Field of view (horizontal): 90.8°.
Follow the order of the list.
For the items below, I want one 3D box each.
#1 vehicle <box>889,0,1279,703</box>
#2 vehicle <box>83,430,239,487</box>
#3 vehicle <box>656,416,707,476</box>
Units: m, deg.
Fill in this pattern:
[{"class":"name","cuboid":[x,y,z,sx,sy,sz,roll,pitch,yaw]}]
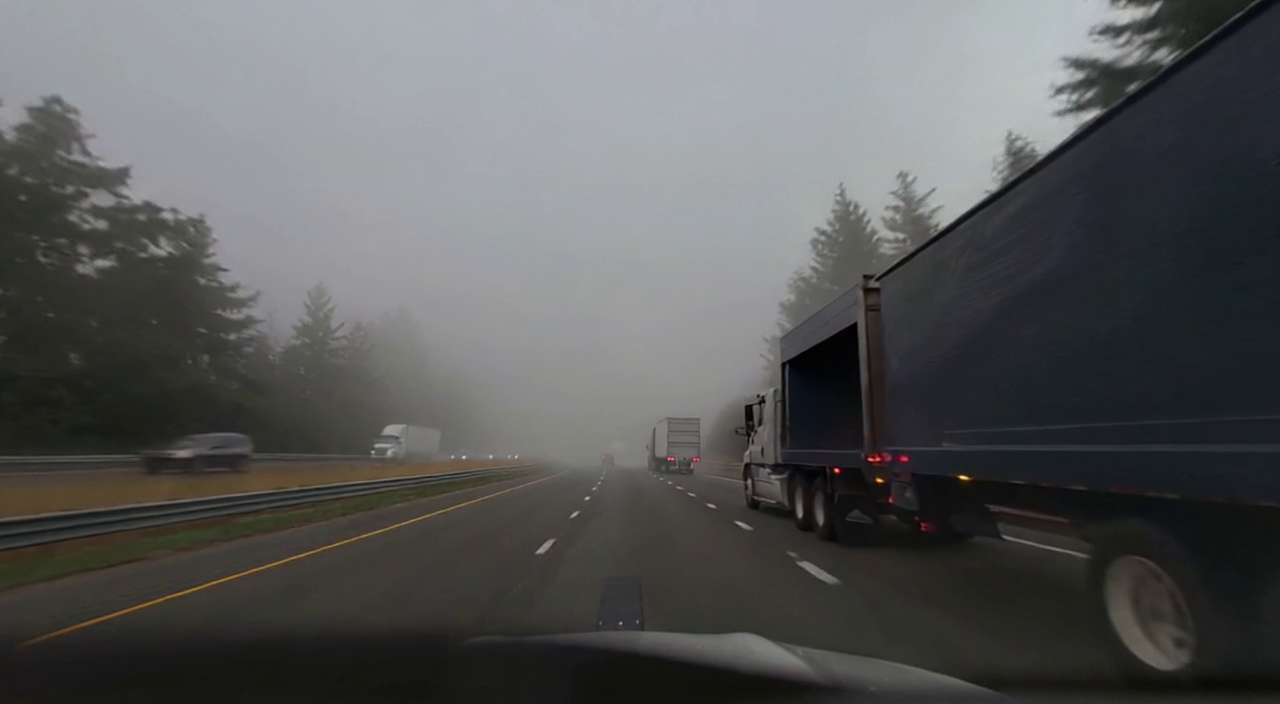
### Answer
[{"class":"vehicle","cuboid":[4.319,0.055,3.329,2.832,3.839,7.263,0,-9,-1]},{"class":"vehicle","cuboid":[-17.244,3.876,23.115,2.086,1.861,4.677,0,-9,-1]},{"class":"vehicle","cuboid":[2.960,7.105,47.570,2.826,4.035,8.369,1,-9,-3]}]
